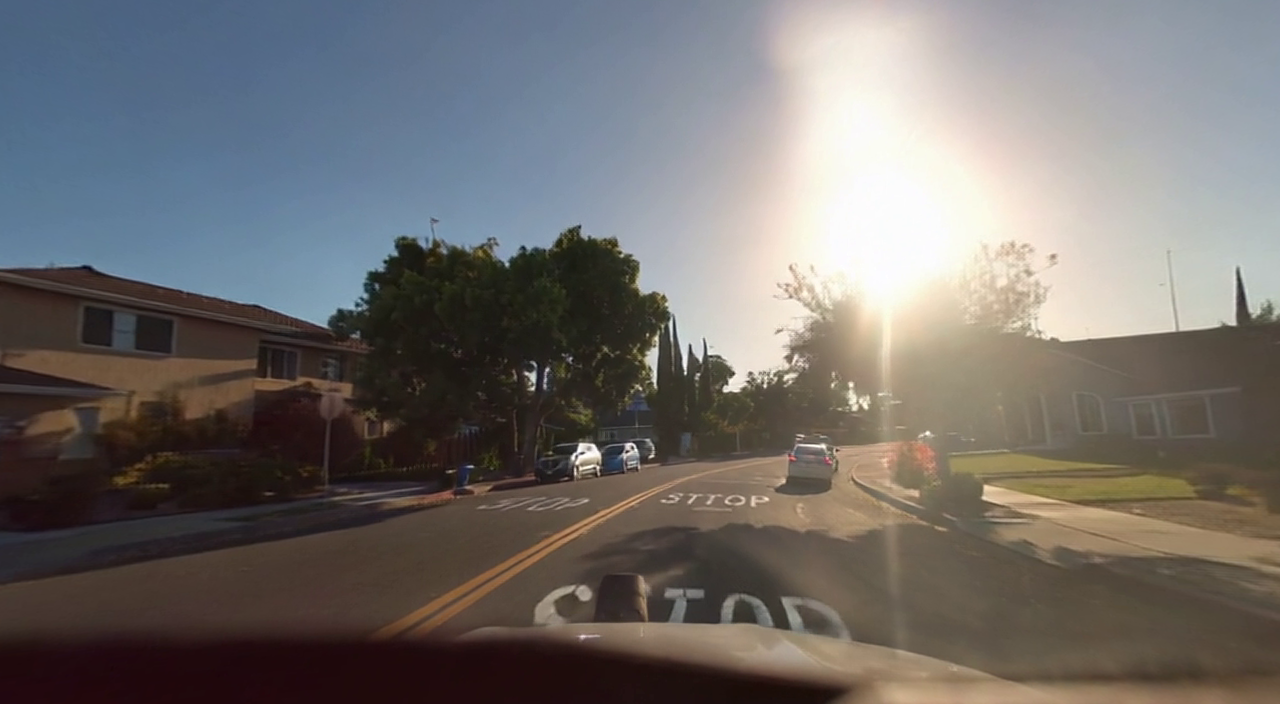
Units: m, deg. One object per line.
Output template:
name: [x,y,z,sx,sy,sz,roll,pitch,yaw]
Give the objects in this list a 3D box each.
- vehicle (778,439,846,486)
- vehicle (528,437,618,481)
vehicle: [6.177,3.902,22.739,2.045,1.478,4.914,-3,-9,15]
vehicle: [-2.737,4.559,27.174,2.030,1.696,4.828,-3,-9,18]
